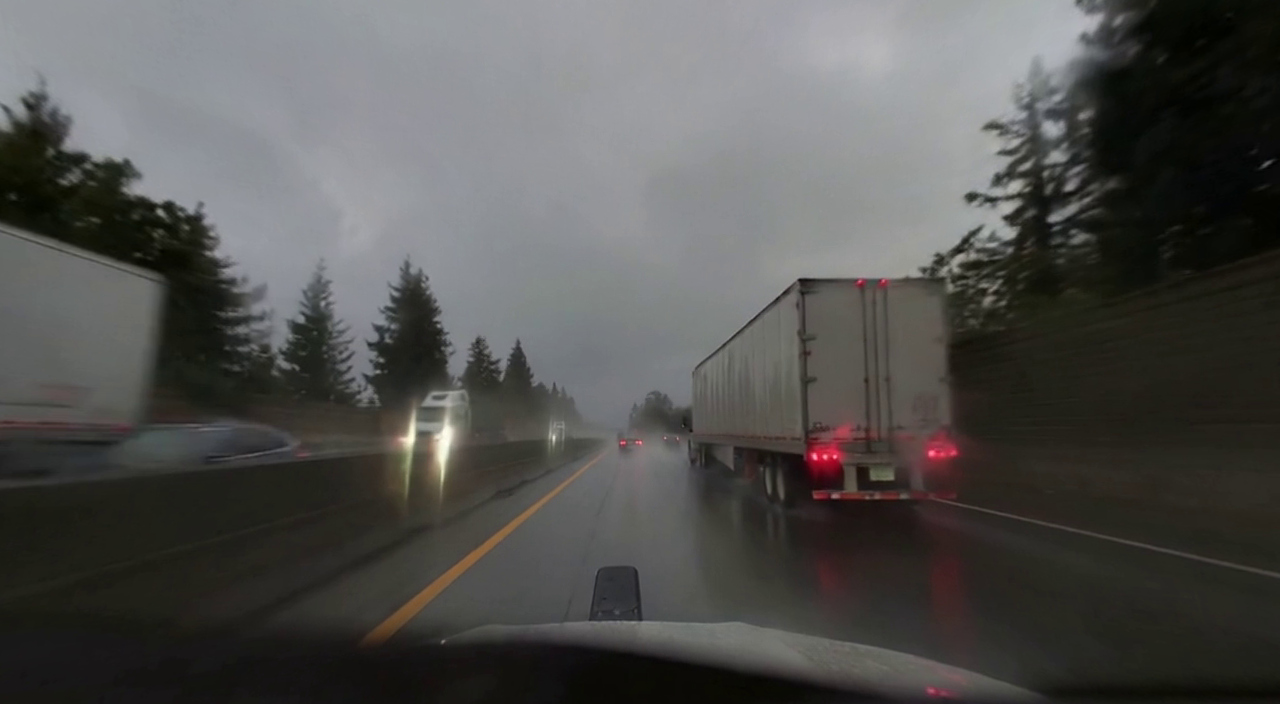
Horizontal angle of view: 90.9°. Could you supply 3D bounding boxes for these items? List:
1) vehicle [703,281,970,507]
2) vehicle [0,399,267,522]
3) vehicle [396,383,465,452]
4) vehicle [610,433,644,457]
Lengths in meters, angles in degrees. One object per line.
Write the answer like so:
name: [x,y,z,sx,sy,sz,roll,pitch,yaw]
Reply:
vehicle: [4.171,1.632,18.187,2.953,4.045,13.843,0,-8,-1]
vehicle: [-8.136,1.619,9.893,1.885,1.483,4.516,0,-8,-2]
vehicle: [-13.468,4.259,40.705,3.405,4.213,2.708,0,-8,-1]
vehicle: [-0.808,6.017,41.048,2.119,1.480,4.000,0,-8,-1]
